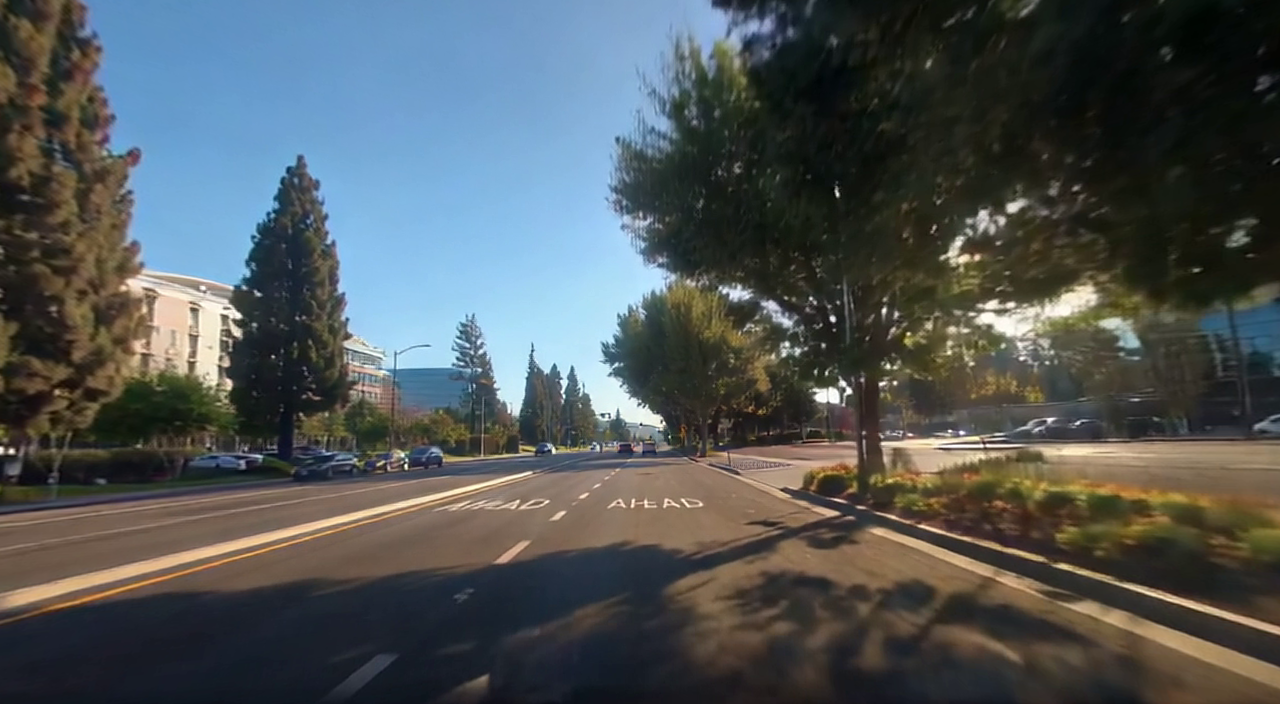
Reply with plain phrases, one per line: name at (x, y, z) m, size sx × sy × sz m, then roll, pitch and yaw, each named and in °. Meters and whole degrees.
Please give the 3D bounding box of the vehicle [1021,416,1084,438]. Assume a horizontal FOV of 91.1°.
vehicle at (30.164, 5.581, 46.111) m, size 1.829 × 1.496 × 4.642 m, roll -1°, pitch -8°, yaw 5°

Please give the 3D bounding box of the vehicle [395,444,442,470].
vehicle at (-16.915, 8.035, 48.199) m, size 1.998 × 1.724 × 4.486 m, roll -3°, pitch -9°, yaw 1°

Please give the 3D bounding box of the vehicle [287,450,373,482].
vehicle at (-16.986, 6.231, 34.719) m, size 2.014 × 1.515 × 5.027 m, roll 0°, pitch -8°, yaw 2°

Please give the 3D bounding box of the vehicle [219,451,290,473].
vehicle at (-27.598, 7.854, 45.026) m, size 3.779 × 1.472 × 1.854 m, roll 1°, pitch -8°, yaw -1°

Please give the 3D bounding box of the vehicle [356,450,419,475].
vehicle at (-17.035, 7.447, 42.685) m, size 1.955 × 1.486 × 5.112 m, roll 0°, pitch -8°, yaw 2°

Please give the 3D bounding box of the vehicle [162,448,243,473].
vehicle at (-27.968, 6.933, 40.225) m, size 3.759 × 1.462 × 1.873 m, roll 1°, pitch -9°, yaw -3°
